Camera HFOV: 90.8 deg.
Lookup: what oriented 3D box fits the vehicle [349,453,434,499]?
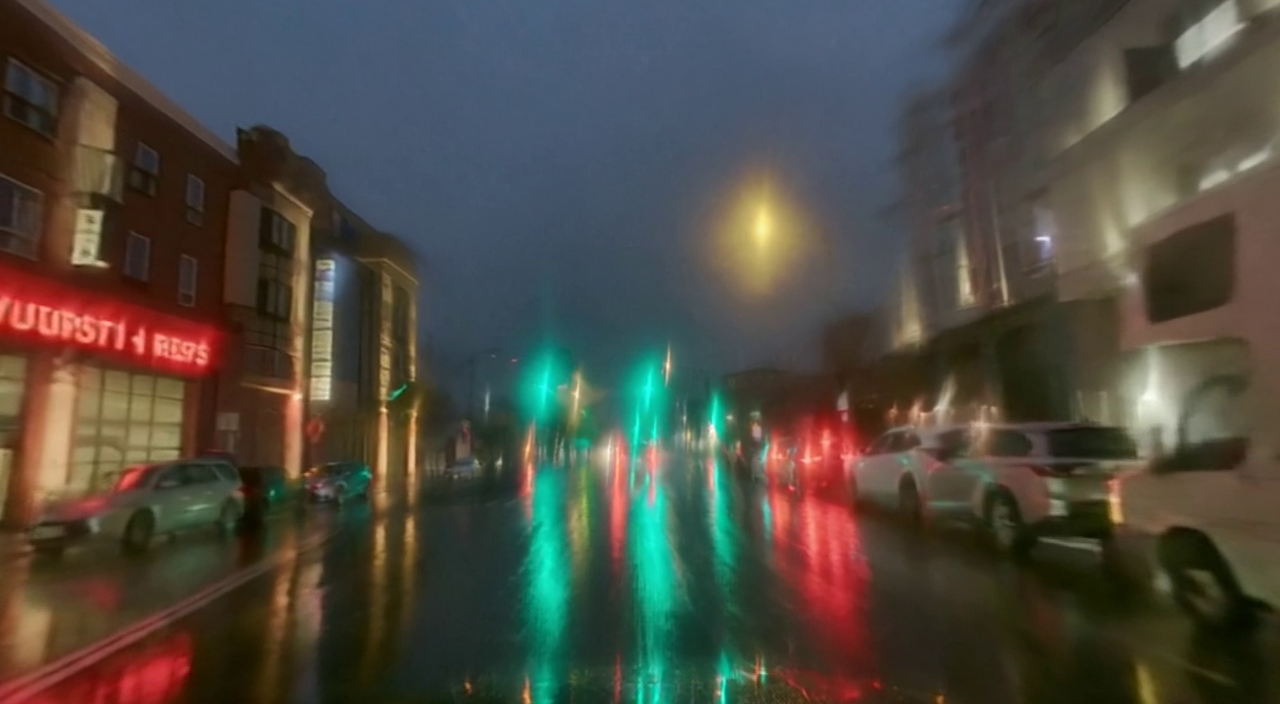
[{"bbox_3d":[-11.232,5.594,28.929,1.920,1.498,4.591,-5,-6,1],"label":"vehicle"}]

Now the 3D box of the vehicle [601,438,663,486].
[{"bbox_3d":[-0.305,4.030,23.539,2.086,1.575,4.205,0,-8,-1],"label":"vehicle"}]

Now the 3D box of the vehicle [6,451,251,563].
[{"bbox_3d":[-11.259,3.339,14.404,2.055,1.685,4.370,-5,-5,-1],"label":"vehicle"}]

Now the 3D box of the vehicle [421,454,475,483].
[{"bbox_3d":[-11.224,6.813,37.254,1.868,1.502,4.626,0,-8,-2],"label":"vehicle"}]

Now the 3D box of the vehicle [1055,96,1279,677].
[{"bbox_3d":[5.422,-0.050,2.142,2.893,3.553,7.295,0,-8,0],"label":"vehicle"}]

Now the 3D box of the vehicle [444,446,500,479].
[{"bbox_3d":[-11.420,7.503,43.475,2.240,2.052,5.872,0,-8,0],"label":"vehicle"}]

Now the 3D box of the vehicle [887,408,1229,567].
[{"bbox_3d":[5.678,1.883,9.579,1.950,1.788,4.658,0,-8,0],"label":"vehicle"}]

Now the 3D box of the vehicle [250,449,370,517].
[{"bbox_3d":[-11.450,4.499,22.333,1.872,1.731,4.656,-4,-6,-2],"label":"vehicle"}]
